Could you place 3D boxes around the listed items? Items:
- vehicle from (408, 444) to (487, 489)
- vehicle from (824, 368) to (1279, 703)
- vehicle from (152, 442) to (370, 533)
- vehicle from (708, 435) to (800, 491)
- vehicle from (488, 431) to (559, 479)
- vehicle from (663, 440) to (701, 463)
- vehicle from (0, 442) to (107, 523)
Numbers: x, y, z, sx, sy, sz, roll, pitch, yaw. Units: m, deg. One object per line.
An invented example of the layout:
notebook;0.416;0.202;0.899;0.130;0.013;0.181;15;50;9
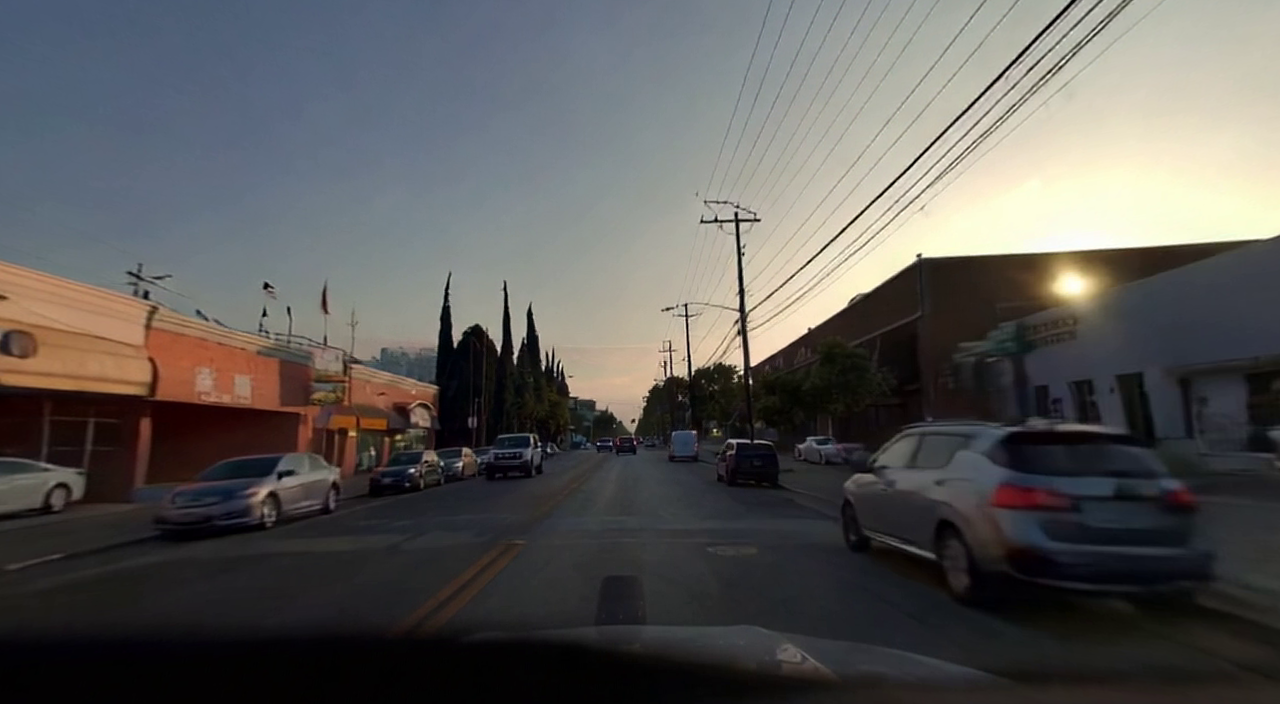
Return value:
vehicle;-8.323;4.942;27.850;1.791;1.622;5.056;-2;-7;2
vehicle;3.471;1.398;6.008;2.025;1.843;4.883;0;-9;1
vehicle;-8.447;2.998;14.847;2.113;1.665;5.062;0;-8;-2
vehicle;3.557;3.559;20.707;2.136;1.586;4.919;0;-8;1
vehicle;-5.209;4.655;28.737;2.152;1.918;4.217;-3;-8;4
vehicle;3.038;7.023;44.732;2.261;1.503;4.695;-2;-8;8
vehicle;-14.837;2.845;13.788;1.969;1.741;5.148;0;-9;-1
